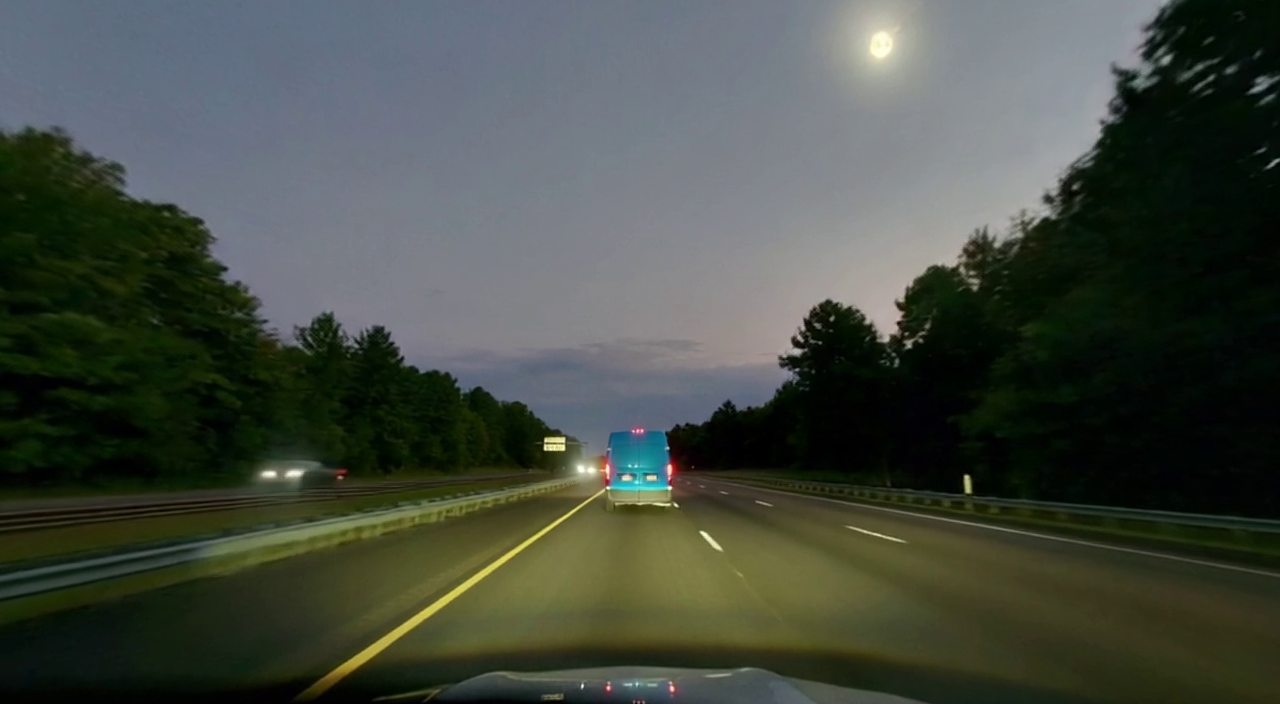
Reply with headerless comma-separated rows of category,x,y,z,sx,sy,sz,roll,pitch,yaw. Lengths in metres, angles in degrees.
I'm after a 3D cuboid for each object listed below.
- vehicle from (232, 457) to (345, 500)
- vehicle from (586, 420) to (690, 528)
vehicle,-13.733,4.986,24.996,1.940,1.512,4.590,1,-11,-2
vehicle,-0.151,3.369,17.647,2.375,2.432,6.161,1,-10,-2
